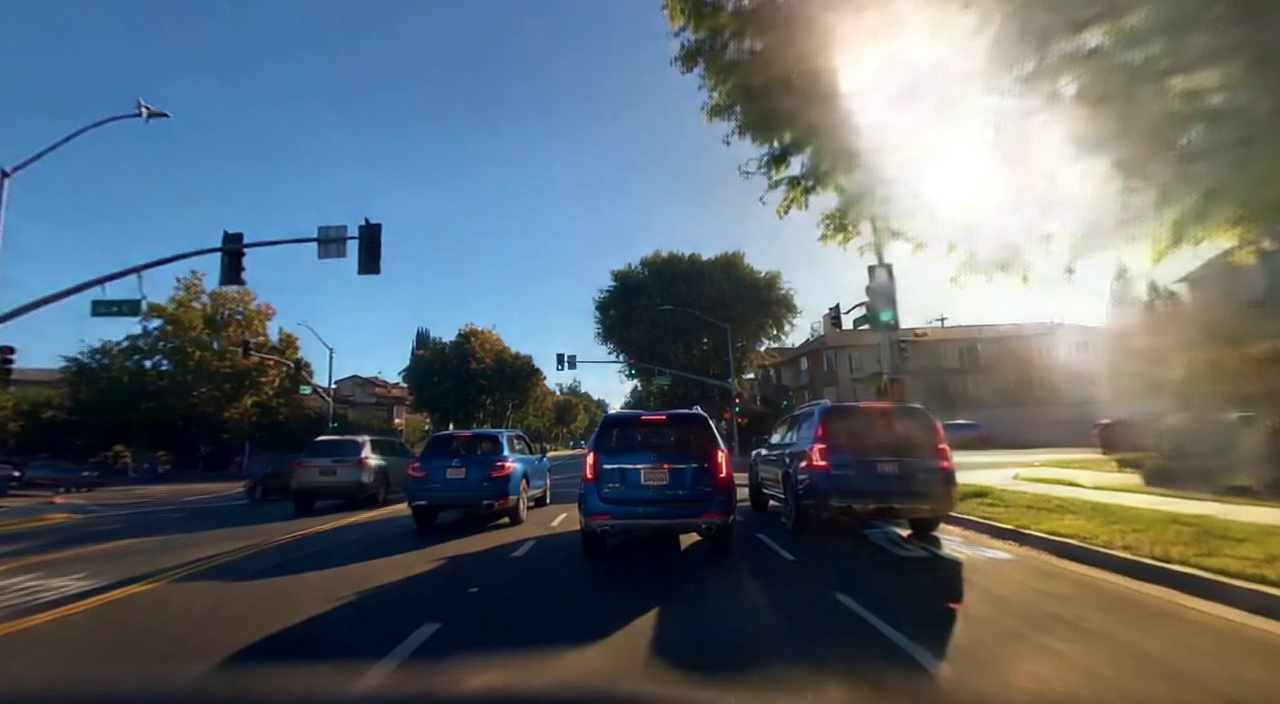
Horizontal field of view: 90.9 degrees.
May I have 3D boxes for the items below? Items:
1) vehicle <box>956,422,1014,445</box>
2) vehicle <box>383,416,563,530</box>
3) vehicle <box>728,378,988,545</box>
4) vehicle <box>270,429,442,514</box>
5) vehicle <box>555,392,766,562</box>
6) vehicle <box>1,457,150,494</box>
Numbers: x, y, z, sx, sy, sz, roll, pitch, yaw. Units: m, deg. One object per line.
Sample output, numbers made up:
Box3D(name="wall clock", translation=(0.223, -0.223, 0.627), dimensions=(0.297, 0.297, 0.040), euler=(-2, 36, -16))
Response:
Box3D(name="vehicle", translation=(23.776, 5.684, 43.578), dimensions=(1.830, 1.516, 3.943), euler=(0, -9, 1))
Box3D(name="vehicle", translation=(-2.739, 2.131, 11.626), dimensions=(2.058, 1.659, 4.514), euler=(0, -9, 0))
Box3D(name="vehicle", translation=(3.105, 1.778, 10.736), dimensions=(2.338, 2.063, 5.672), euler=(0, -9, 0))
Box3D(name="vehicle", translation=(-6.332, 2.702, 14.758), dimensions=(2.052, 1.664, 4.476), euler=(0, -8, -2))
Box3D(name="vehicle", translation=(0.200, 1.636, 8.850), dimensions=(2.235, 1.778, 4.178), euler=(0, -8, 0))
Box3D(name="vehicle", translation=(-23.999, 5.239, 26.911), dimensions=(4.383, 1.456, 1.999), euler=(0, -9, -1))
